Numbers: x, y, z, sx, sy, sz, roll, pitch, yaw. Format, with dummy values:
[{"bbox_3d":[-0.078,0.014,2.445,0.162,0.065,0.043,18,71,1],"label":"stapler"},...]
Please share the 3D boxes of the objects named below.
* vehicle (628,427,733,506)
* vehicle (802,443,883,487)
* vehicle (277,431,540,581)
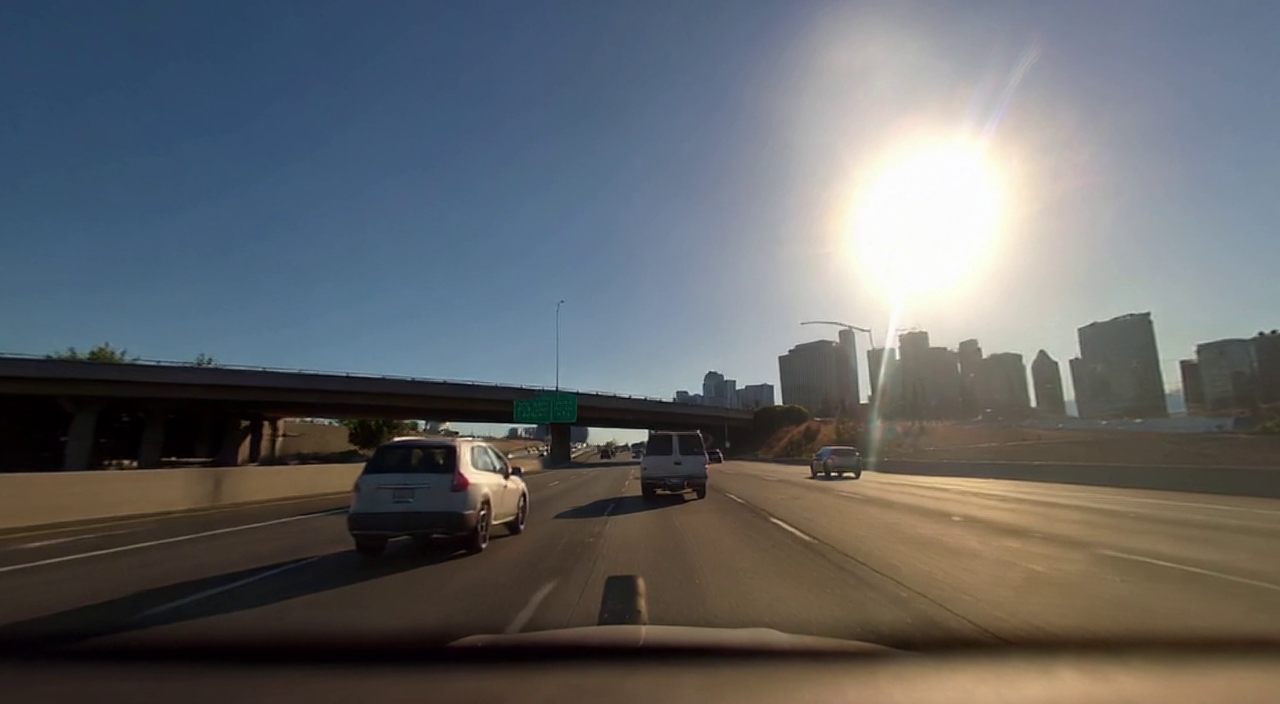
[{"bbox_3d":[1.075,3.456,19.449,2.732,2.065,5.826,0,-9,0],"label":"vehicle"},{"bbox_3d":[8.947,5.006,28.211,2.133,1.770,4.537,0,-9,0],"label":"vehicle"},{"bbox_3d":[-2.904,2.019,9.082,2.099,1.640,4.134,0,-9,2],"label":"vehicle"}]
